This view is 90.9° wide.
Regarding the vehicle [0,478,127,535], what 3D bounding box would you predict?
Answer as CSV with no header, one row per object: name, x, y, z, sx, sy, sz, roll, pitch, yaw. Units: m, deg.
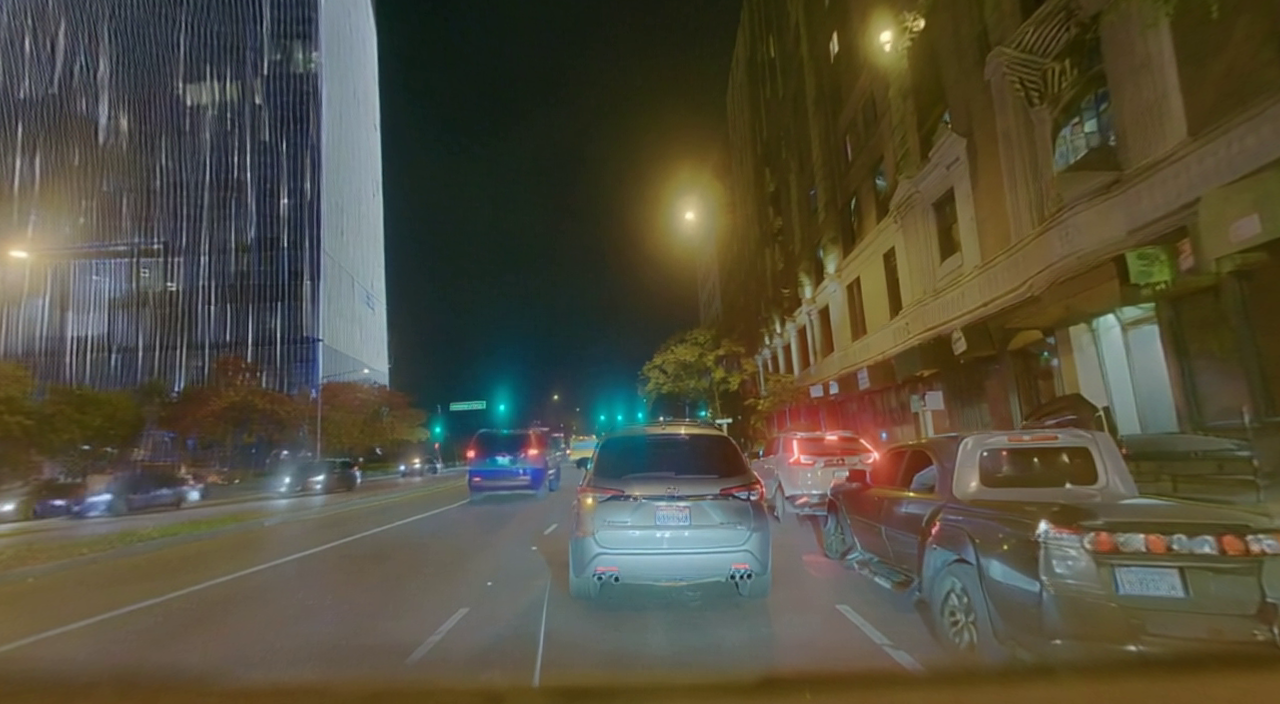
vehicle,-22.640,5.779,24.061,1.975,1.698,4.715,0,-9,2

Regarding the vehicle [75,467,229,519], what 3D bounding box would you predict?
vehicle,-19.451,5.613,25.514,2.274,1.708,4.863,0,-9,1

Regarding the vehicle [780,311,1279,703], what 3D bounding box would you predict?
vehicle,2.748,1.109,4.905,2.117,1.855,4.794,0,-9,-1

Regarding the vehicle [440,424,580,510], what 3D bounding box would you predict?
vehicle,-3.088,2.932,16.563,2.375,1.847,5.606,0,-9,1

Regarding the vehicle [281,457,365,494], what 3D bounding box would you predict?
vehicle,-16.081,6.272,32.304,2.105,1.676,4.099,0,-9,1

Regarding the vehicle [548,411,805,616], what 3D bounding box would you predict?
vehicle,0.234,1.552,6.871,2.045,1.608,3.573,0,-9,-2

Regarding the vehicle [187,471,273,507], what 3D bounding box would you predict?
vehicle,-22.654,7.571,35.029,1.854,1.419,4.318,-7,-8,0
